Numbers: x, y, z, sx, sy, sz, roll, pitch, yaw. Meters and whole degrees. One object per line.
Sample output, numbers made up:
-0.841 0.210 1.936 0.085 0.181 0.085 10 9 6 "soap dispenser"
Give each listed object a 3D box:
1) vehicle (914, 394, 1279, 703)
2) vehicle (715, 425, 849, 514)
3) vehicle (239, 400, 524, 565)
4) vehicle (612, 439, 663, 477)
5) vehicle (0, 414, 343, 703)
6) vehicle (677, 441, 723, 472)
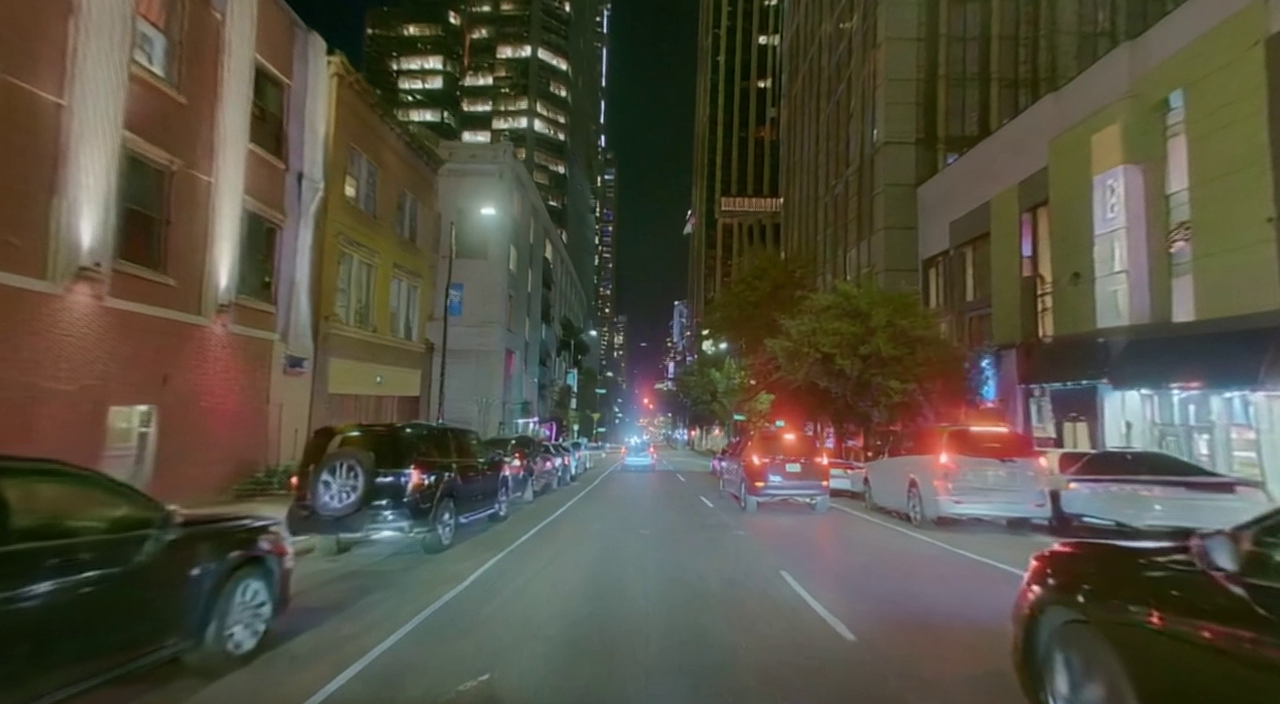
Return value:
2.471 0.774 0.908 2.080 1.495 4.591 0 -8 0 "vehicle"
3.028 2.624 14.529 2.002 1.707 4.547 0 -8 0 "vehicle"
-3.414 1.856 9.815 2.142 1.832 5.373 0 -8 0 "vehicle"
-0.110 4.497 26.881 2.007 1.460 3.923 0 -8 0 "vehicle"
-3.453 1.014 2.613 1.972 1.471 4.795 0 -8 2 "vehicle"
3.053 5.442 32.914 1.966 1.475 4.528 0 -8 0 "vehicle"
